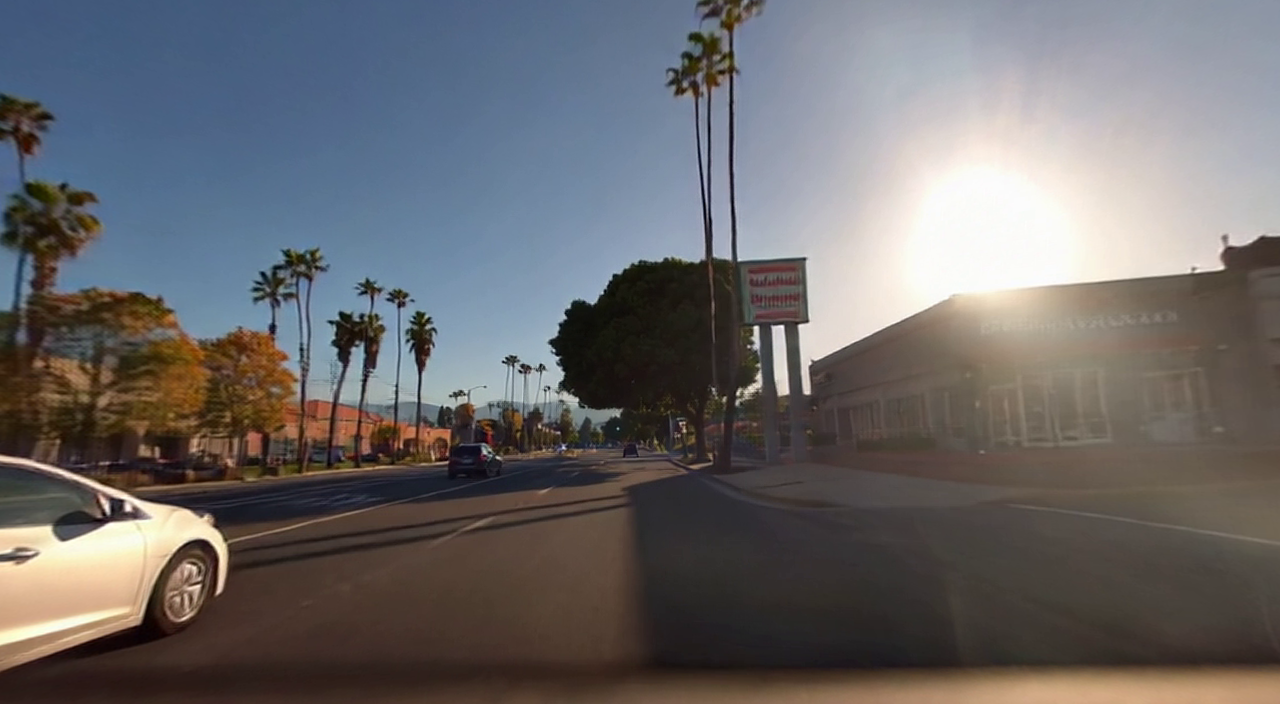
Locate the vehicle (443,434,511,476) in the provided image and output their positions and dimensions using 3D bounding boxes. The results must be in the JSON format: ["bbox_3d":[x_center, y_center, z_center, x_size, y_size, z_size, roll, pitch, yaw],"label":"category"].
[{"bbox_3d":[-7.722,4.900,30.266,2.136,1.844,4.363,0,-8,0],"label":"vehicle"}]

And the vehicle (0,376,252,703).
[{"bbox_3d":[-4.248,0.945,3.080,2.041,1.666,4.182,0,-8,-1],"label":"vehicle"}]
